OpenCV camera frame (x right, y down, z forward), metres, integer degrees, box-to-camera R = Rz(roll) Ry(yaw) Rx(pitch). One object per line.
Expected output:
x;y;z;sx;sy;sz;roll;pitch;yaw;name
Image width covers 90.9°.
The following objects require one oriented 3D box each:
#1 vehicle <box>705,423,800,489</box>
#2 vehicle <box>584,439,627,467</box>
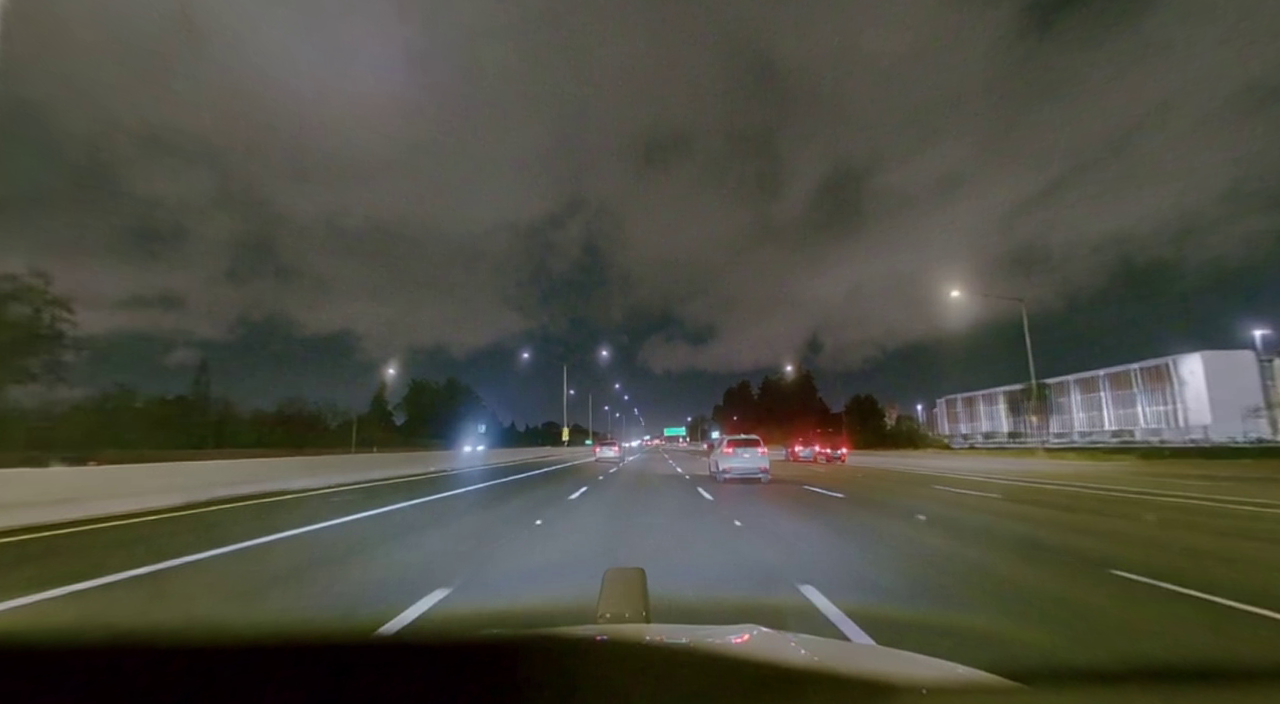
3.445;3.300;20.351;2.148;1.852;4.835;0;-8;0;vehicle
-1.967;5.920;37.201;2.080;1.542;4.718;-1;-8;2;vehicle
